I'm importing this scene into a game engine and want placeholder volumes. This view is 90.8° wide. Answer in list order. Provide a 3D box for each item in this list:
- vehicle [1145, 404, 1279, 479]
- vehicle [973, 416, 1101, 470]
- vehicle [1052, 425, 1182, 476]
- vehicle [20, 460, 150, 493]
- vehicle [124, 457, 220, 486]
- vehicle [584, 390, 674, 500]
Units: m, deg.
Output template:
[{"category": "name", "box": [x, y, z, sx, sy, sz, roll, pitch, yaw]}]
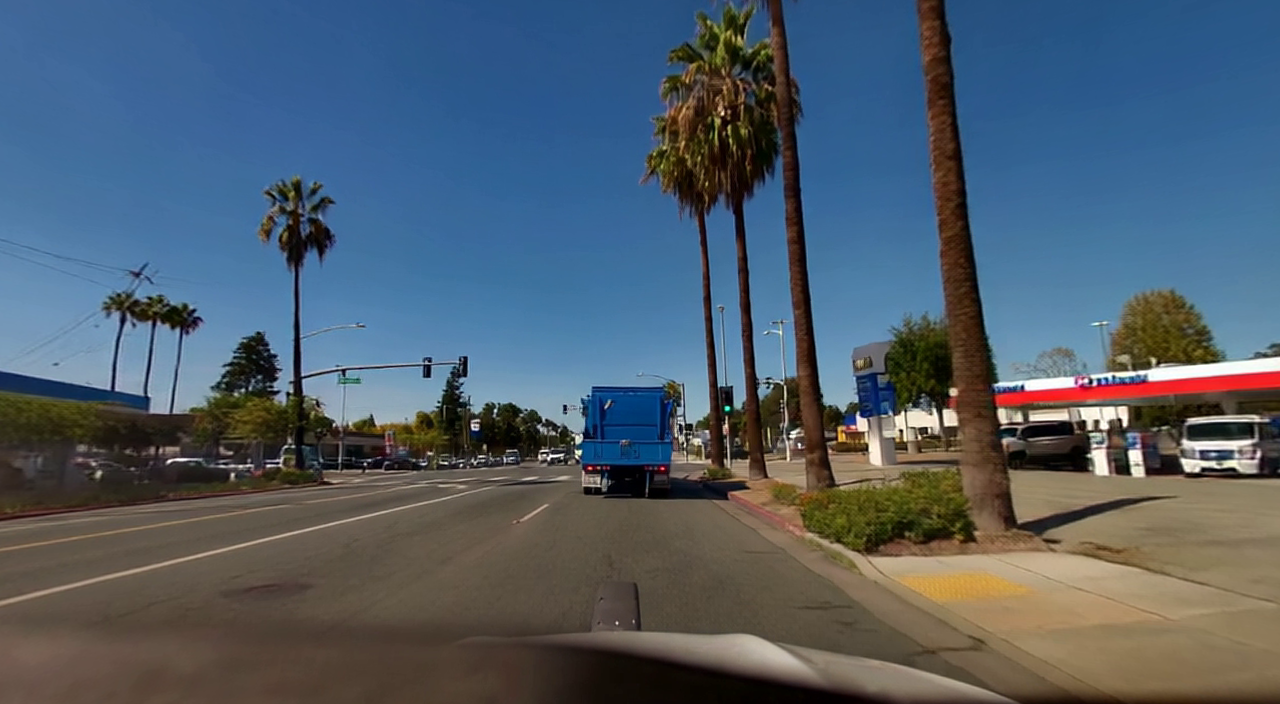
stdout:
[{"category": "vehicle", "box": [15.709, 2.328, 16.769, 4.472, 1.730, 1.939, 2, -10, -31]}, {"category": "vehicle", "box": [15.885, 3.647, 25.226, 5.078, 1.937, 2.326, 6, -10, -34]}, {"category": "vehicle", "box": [15.222, 3.120, 20.110, 4.105, 1.433, 1.931, 6, -10, -33]}, {"category": "vehicle", "box": [-27.809, 6.219, 31.896, 4.493, 1.453, 1.912, 4, -9, -27]}, {"category": "vehicle", "box": [-27.954, 7.143, 37.931, 4.303, 1.567, 2.021, 5, -10, -29]}, {"category": "vehicle", "box": [-0.246, 2.965, 20.347, 2.463, 2.954, 5.938, 0, -8, 1]}]
